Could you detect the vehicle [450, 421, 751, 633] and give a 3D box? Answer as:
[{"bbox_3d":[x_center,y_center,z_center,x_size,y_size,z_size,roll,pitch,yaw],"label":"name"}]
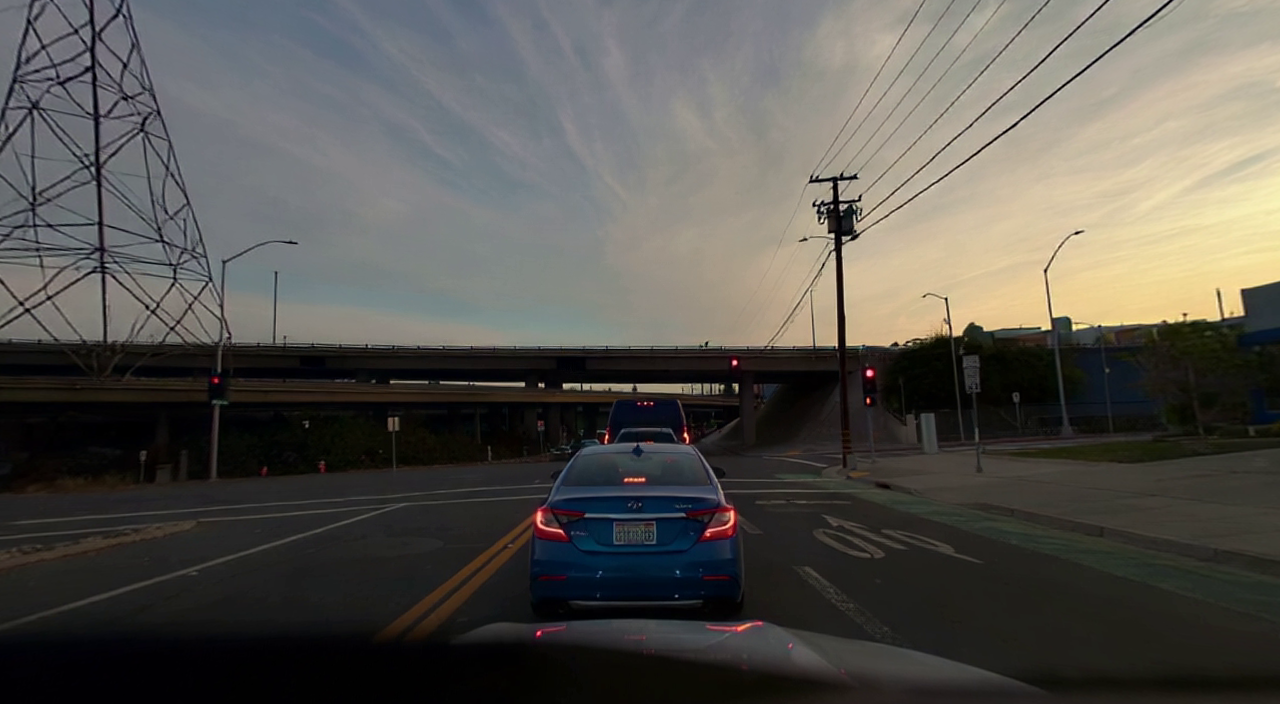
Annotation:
[{"bbox_3d":[-0.245,1.530,6.477,2.090,1.458,4.033,-1,-9,1],"label":"vehicle"}]
